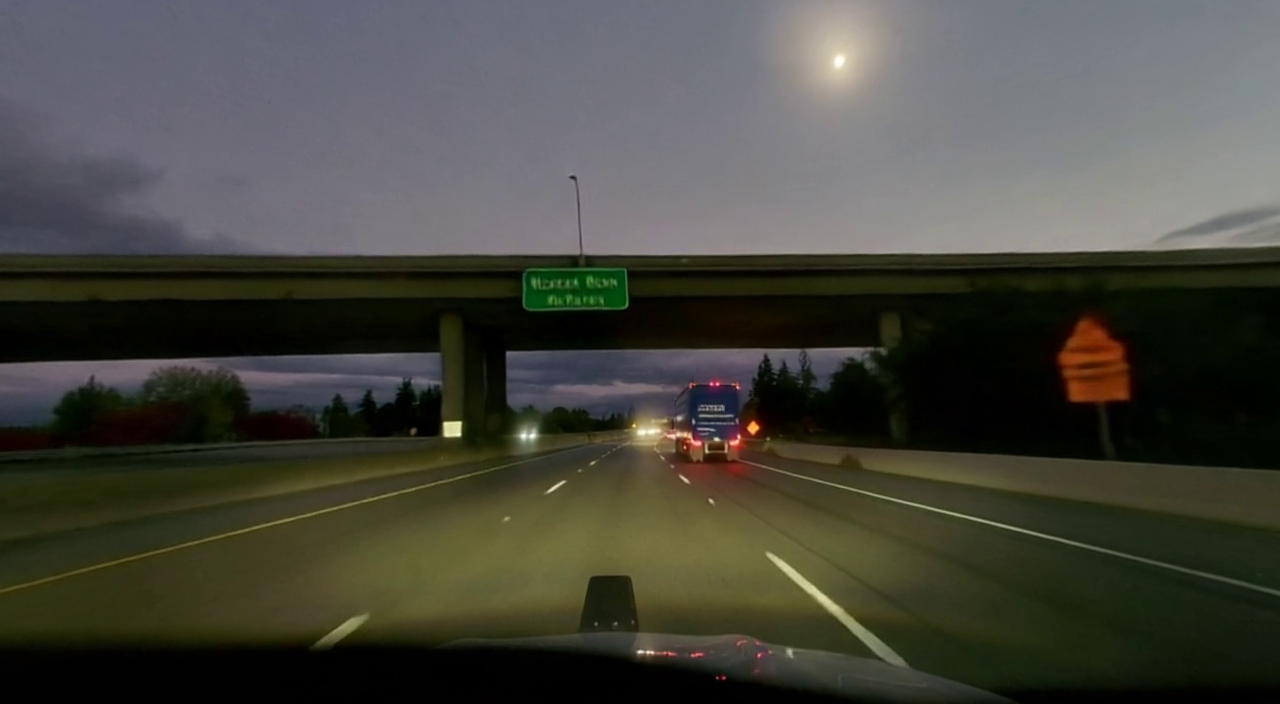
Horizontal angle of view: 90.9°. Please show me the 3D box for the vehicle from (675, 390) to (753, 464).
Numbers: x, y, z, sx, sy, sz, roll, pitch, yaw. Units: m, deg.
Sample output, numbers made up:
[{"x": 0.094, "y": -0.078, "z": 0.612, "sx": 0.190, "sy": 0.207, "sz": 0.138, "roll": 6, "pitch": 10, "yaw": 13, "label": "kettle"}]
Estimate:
[{"x": 3.734, "y": 4.195, "z": 34.837, "sx": 2.849, "sy": 3.391, "sz": 11.018, "roll": -1, "pitch": -8, "yaw": -1, "label": "vehicle"}]
